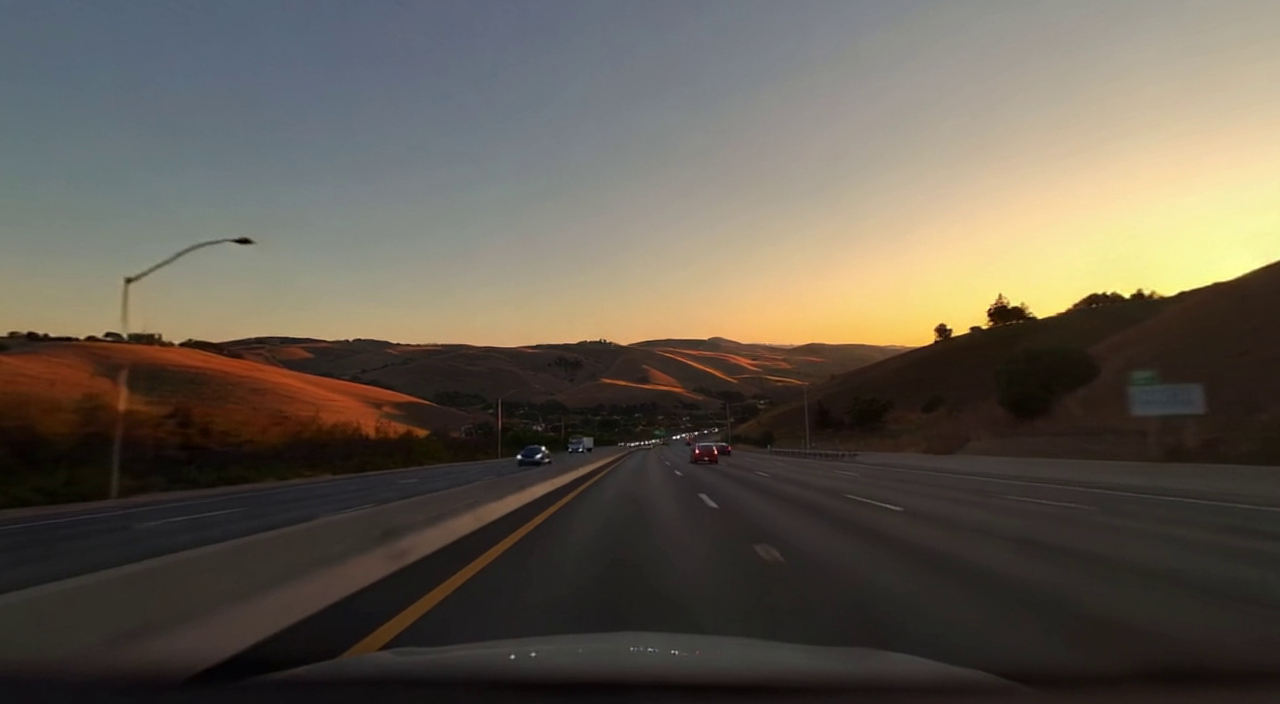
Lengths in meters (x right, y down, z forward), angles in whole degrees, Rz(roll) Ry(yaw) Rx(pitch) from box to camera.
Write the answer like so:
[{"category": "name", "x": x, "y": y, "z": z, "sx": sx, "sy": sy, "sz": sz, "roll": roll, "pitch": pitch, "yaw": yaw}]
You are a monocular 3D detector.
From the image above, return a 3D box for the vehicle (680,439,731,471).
[{"category": "vehicle", "x": 3.141, "y": 5.062, "z": 31.113, "sx": 2.044, "sy": 1.444, "sz": 4.216, "roll": 0, "pitch": -8, "yaw": -1}]

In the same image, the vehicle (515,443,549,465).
[{"category": "vehicle", "x": -8.375, "y": 7.974, "z": 49.292, "sx": 1.912, "sy": 1.612, "sz": 4.140, "roll": 0, "pitch": -8, "yaw": 1}]
